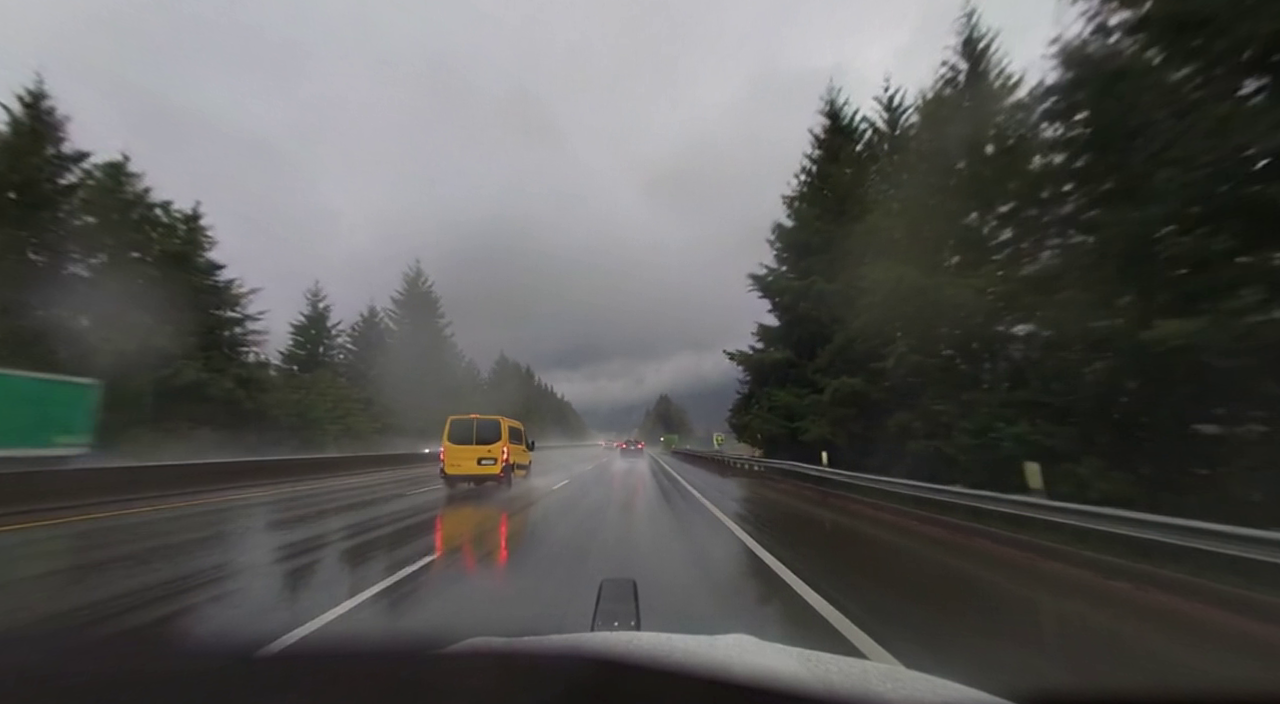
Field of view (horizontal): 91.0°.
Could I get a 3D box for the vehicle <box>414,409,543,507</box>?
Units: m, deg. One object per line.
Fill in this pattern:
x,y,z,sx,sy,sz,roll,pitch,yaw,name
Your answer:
-3.750,2.564,15.617,1.976,2.029,4.737,-1,-8,0,vehicle
